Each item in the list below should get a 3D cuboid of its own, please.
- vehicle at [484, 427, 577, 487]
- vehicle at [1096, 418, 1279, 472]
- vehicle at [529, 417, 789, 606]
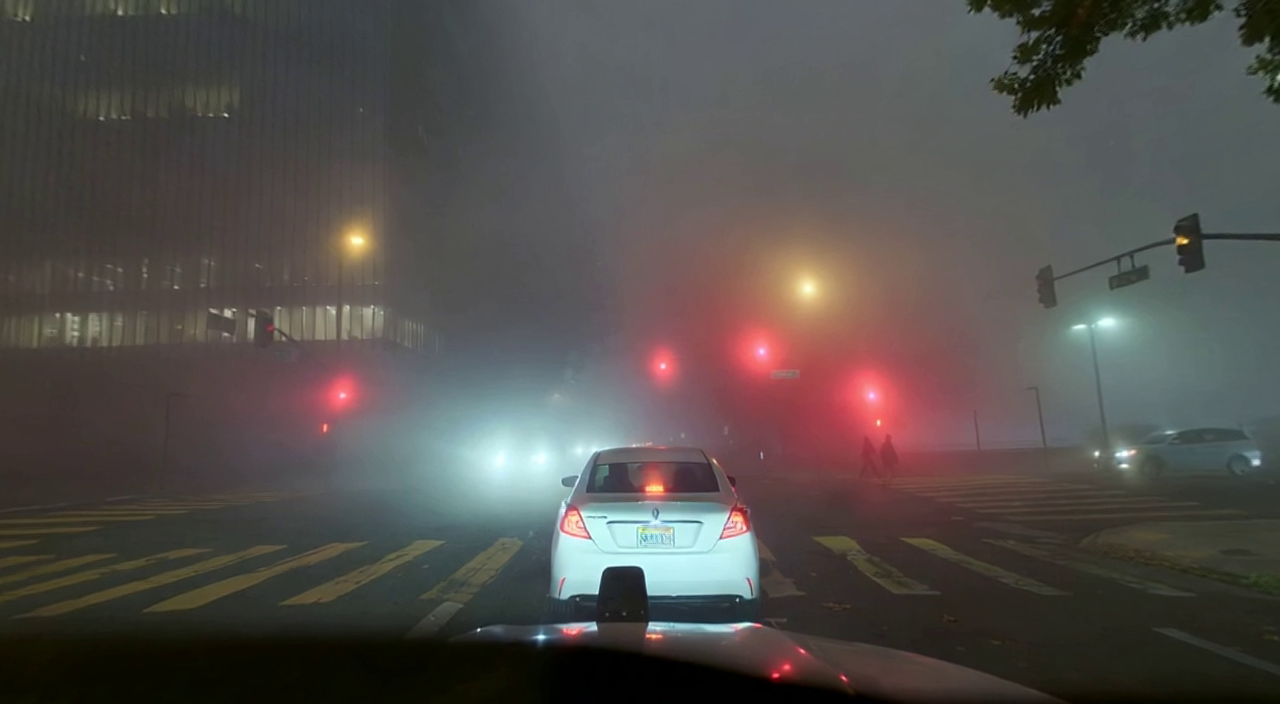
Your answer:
[{"bbox_3d":[-3.838,3.821,23.250,2.317,1.924,5.518,0,-8,1],"label":"vehicle"},{"bbox_3d":[19.174,3.268,22.216,4.675,1.772,1.945,0,-8,-1],"label":"vehicle"},{"bbox_3d":[-0.135,1.644,7.491,1.893,1.532,4.145,2,-9,-16],"label":"vehicle"}]
